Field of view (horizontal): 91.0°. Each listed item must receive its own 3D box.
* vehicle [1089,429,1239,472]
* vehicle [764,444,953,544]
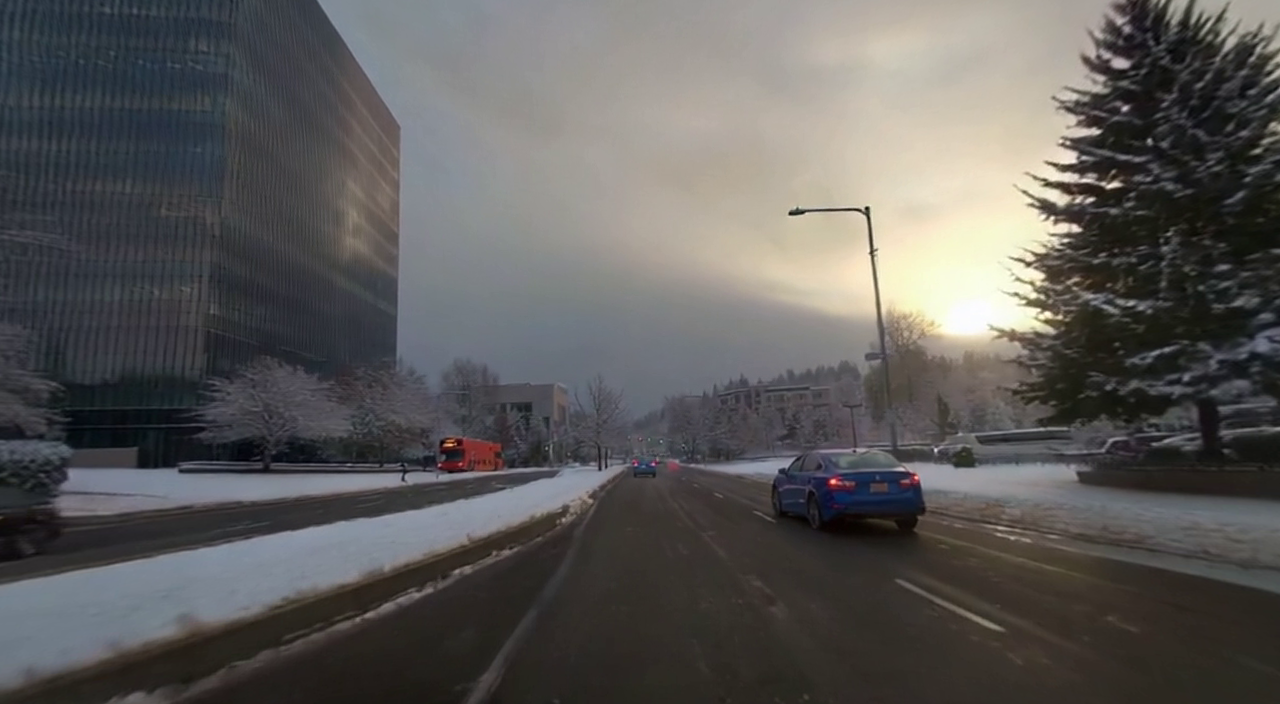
[{"bbox_3d":[20.735,3.896,25.022,4.373,1.580,1.729,0,-9,-2],"label":"vehicle"},{"bbox_3d":[3.779,2.512,11.797,1.993,1.501,4.127,0,-9,-1],"label":"vehicle"}]
